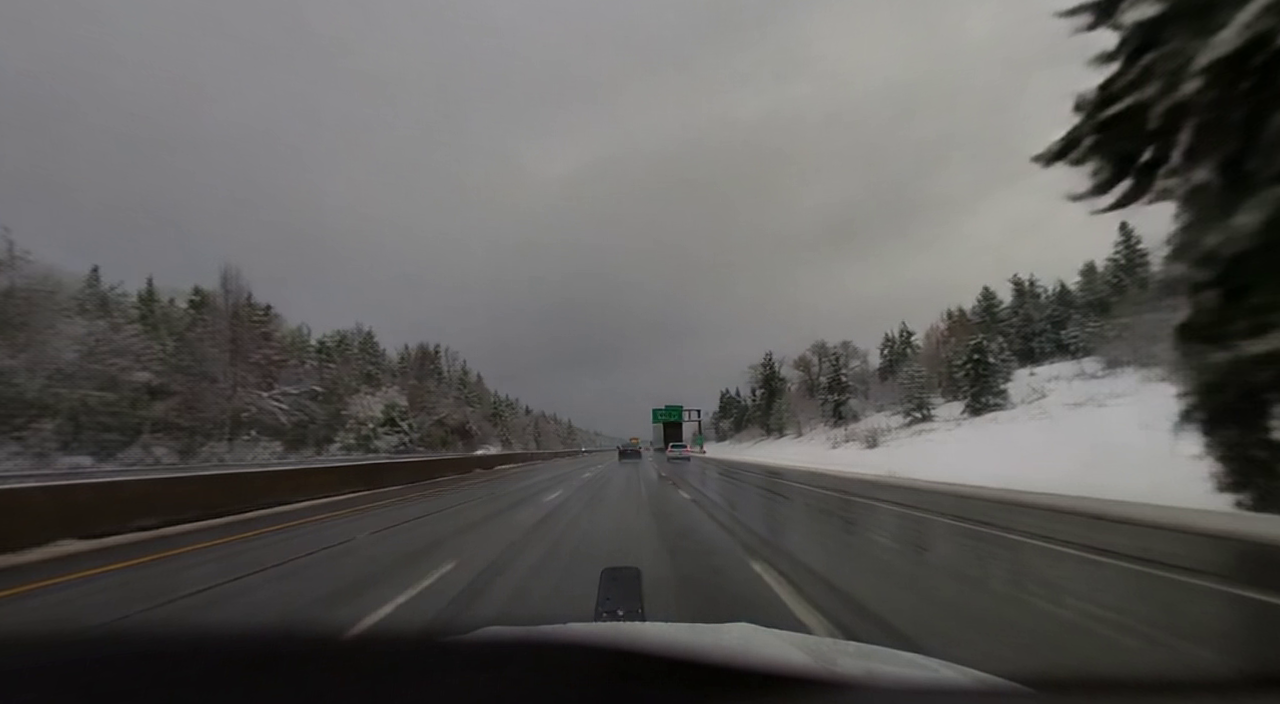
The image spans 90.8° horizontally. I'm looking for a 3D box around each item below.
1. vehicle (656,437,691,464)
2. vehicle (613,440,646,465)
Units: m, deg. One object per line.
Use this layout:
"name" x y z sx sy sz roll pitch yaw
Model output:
"vehicle" 2.447 7.363 47.212 2.139 1.925 4.312 0 -9 -2
"vehicle" -0.729 6.963 43.713 2.173 1.598 4.293 0 -9 -1
